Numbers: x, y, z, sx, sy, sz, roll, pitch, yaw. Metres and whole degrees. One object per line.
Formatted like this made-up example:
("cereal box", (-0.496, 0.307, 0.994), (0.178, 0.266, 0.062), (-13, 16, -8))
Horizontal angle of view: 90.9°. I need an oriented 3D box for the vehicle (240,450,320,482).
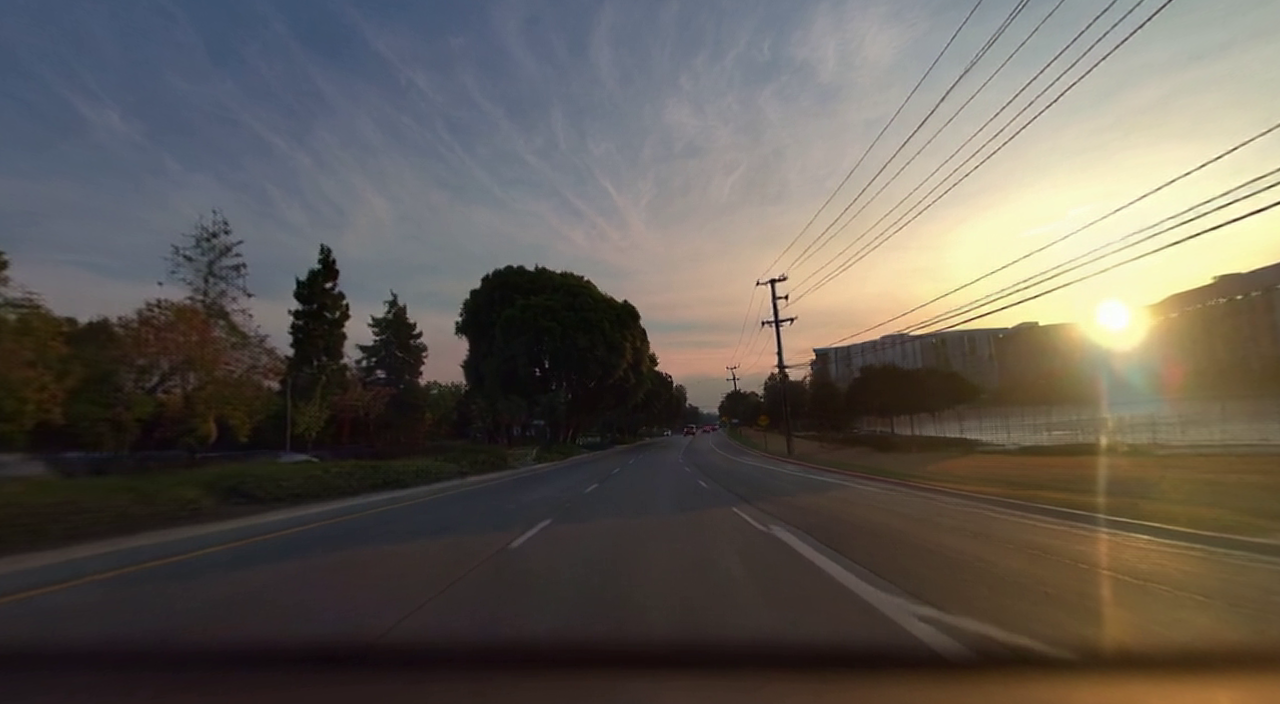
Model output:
("vehicle", (-20.393, 6.453, 35.963), (1.894, 1.632, 4.145), (-1, -9, 4))
